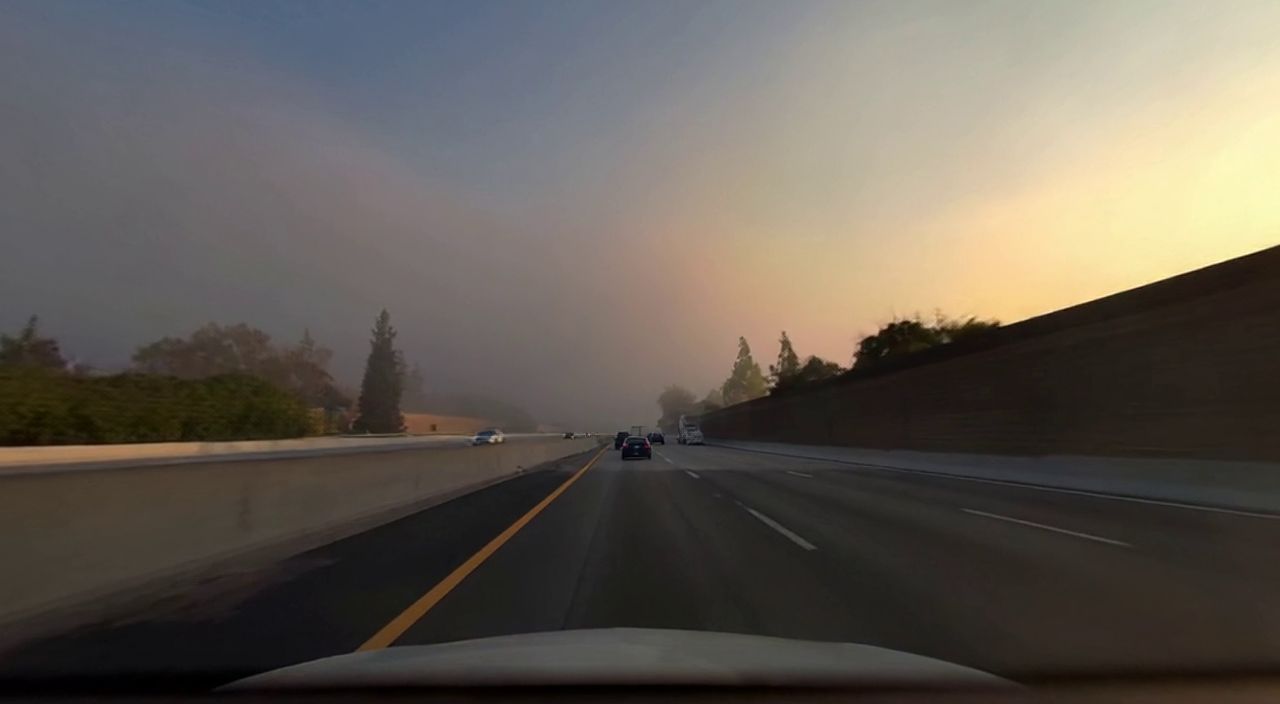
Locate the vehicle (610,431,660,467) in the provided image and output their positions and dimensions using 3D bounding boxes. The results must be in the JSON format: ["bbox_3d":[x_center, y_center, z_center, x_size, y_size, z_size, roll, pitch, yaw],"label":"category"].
[{"bbox_3d":[-0.289,4.388,28.733,2.119,1.480,4.000,0,-8,-2],"label":"vehicle"}]
